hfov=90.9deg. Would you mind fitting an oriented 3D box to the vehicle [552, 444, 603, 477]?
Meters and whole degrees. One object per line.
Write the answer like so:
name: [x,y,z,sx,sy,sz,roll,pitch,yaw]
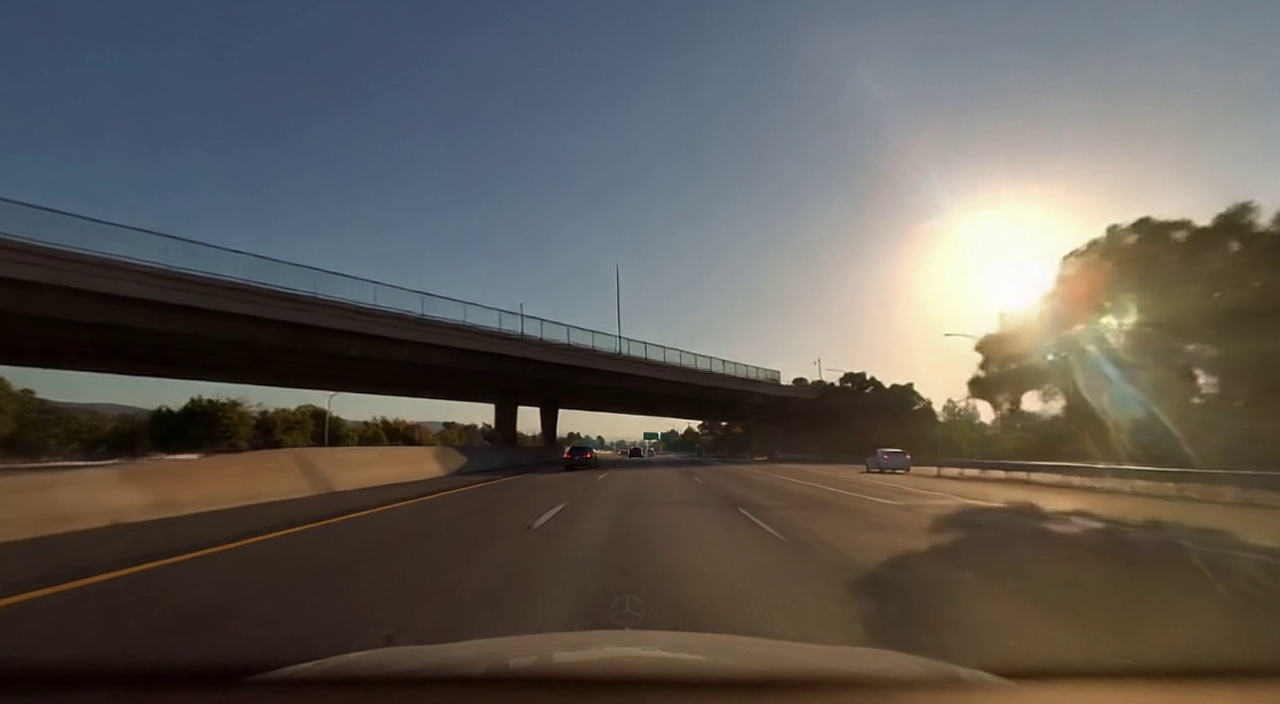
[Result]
vehicle: [-3.015,5.306,31.079,1.968,1.504,3.892,0,-8,2]
